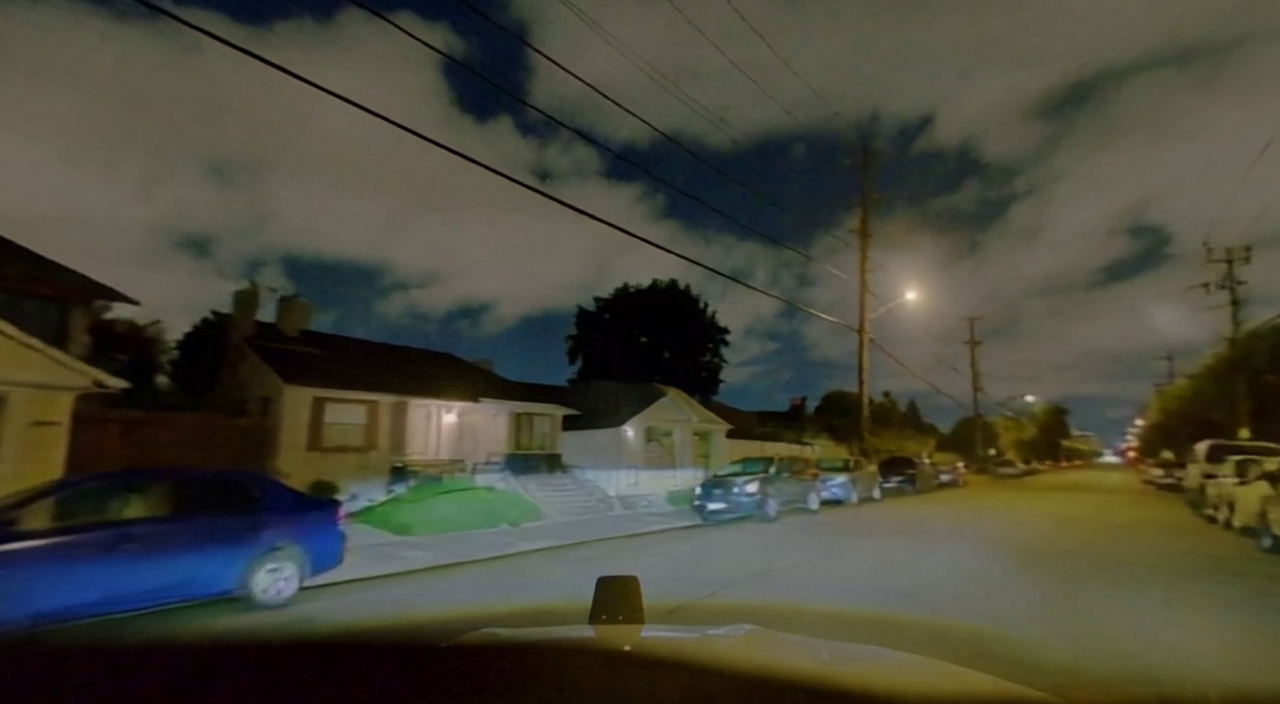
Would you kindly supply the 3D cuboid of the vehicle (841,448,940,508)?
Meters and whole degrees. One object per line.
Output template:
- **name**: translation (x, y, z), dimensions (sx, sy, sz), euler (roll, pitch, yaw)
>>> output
- **vehicle**: translation (9.427, 4.565, 23.527), dimensions (2.034, 1.923, 4.713), euler (-7, -11, 38)

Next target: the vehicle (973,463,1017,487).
- **vehicle**: translation (23.660, 8.135, 42.029), dimensions (1.958, 1.359, 4.357), euler (-6, -10, 35)

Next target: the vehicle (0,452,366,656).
- **vehicle**: translation (-4.977, 1.597, 5.445), dimensions (1.746, 1.391, 4.469), euler (-7, -10, 36)

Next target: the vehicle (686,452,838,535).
- **vehicle**: translation (3.162, 3.369, 15.750), dimensions (1.909, 1.675, 4.442), euler (-7, -10, 36)
